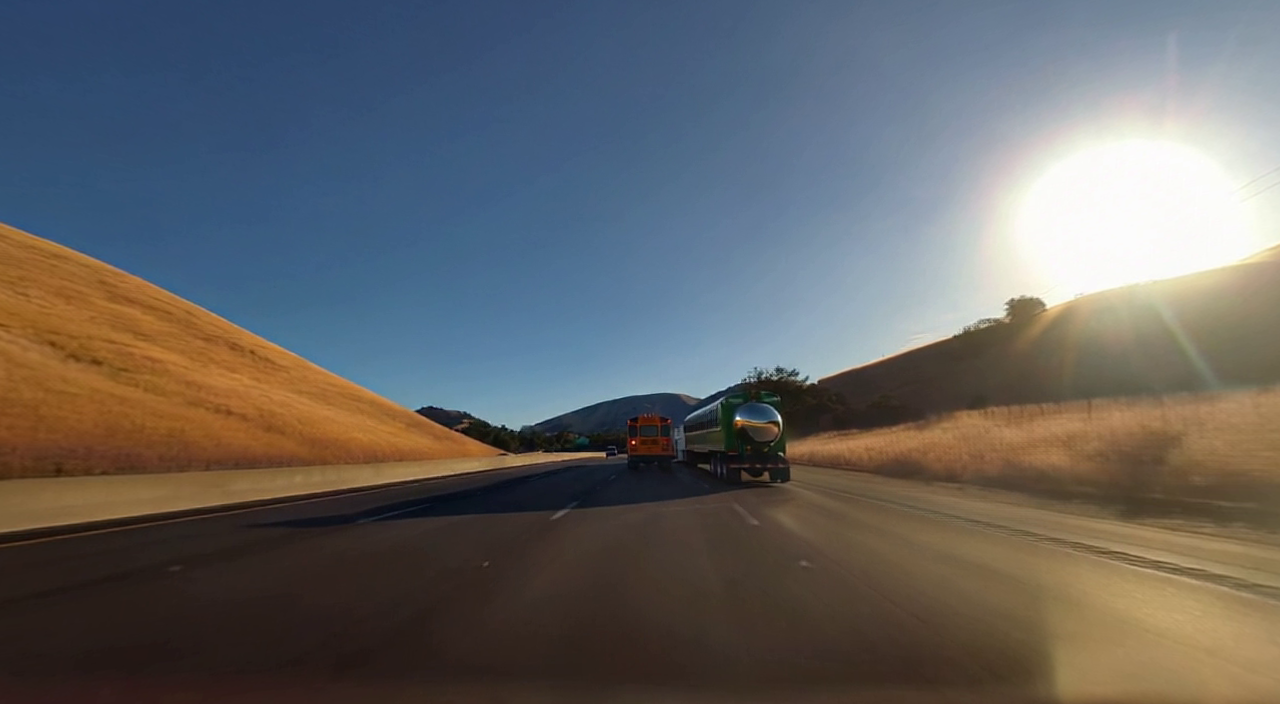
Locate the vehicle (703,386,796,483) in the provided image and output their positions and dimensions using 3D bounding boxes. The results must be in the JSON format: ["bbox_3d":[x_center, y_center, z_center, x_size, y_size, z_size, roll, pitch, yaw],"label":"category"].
[{"bbox_3d":[4.524,3.655,27.744,2.716,3.705,7.018,0,-8,-1],"label":"vehicle"}]

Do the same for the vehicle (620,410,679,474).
[{"bbox_3d":[0.510,5.330,37.330,2.948,3.265,10.569,0,-8,0],"label":"vehicle"}]
